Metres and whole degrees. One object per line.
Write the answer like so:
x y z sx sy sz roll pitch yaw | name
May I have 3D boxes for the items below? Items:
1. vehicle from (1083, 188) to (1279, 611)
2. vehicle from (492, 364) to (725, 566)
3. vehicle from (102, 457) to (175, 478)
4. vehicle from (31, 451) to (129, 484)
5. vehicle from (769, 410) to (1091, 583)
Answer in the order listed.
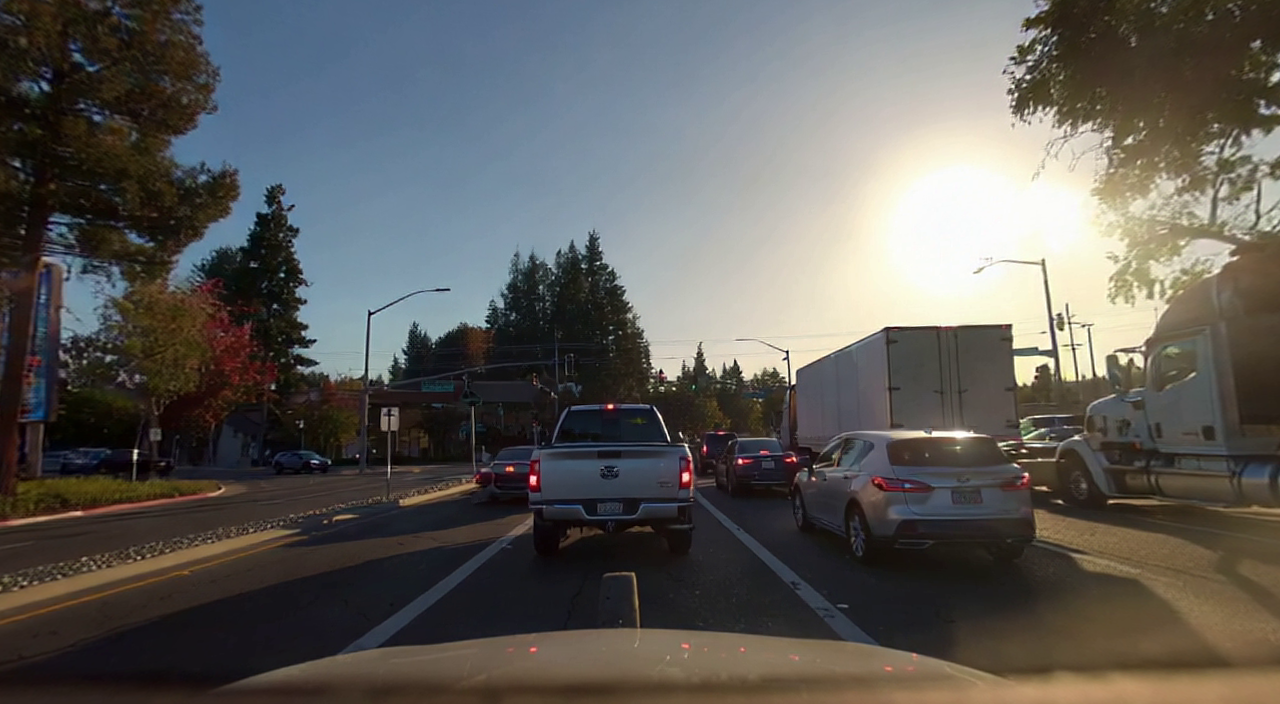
6.518 0.114 3.315 2.802 3.322 7.429 0 -9 -1 | vehicle
-0.359 1.597 9.464 2.499 2.183 5.111 0 -9 0 | vehicle
-38.177 8.782 48.116 4.150 1.474 1.826 -1 -9 6 | vehicle
-28.543 5.880 32.382 1.730 1.534 3.922 1 -9 -8 | vehicle
3.207 1.719 8.413 1.905 1.587 4.998 0 -9 0 | vehicle
